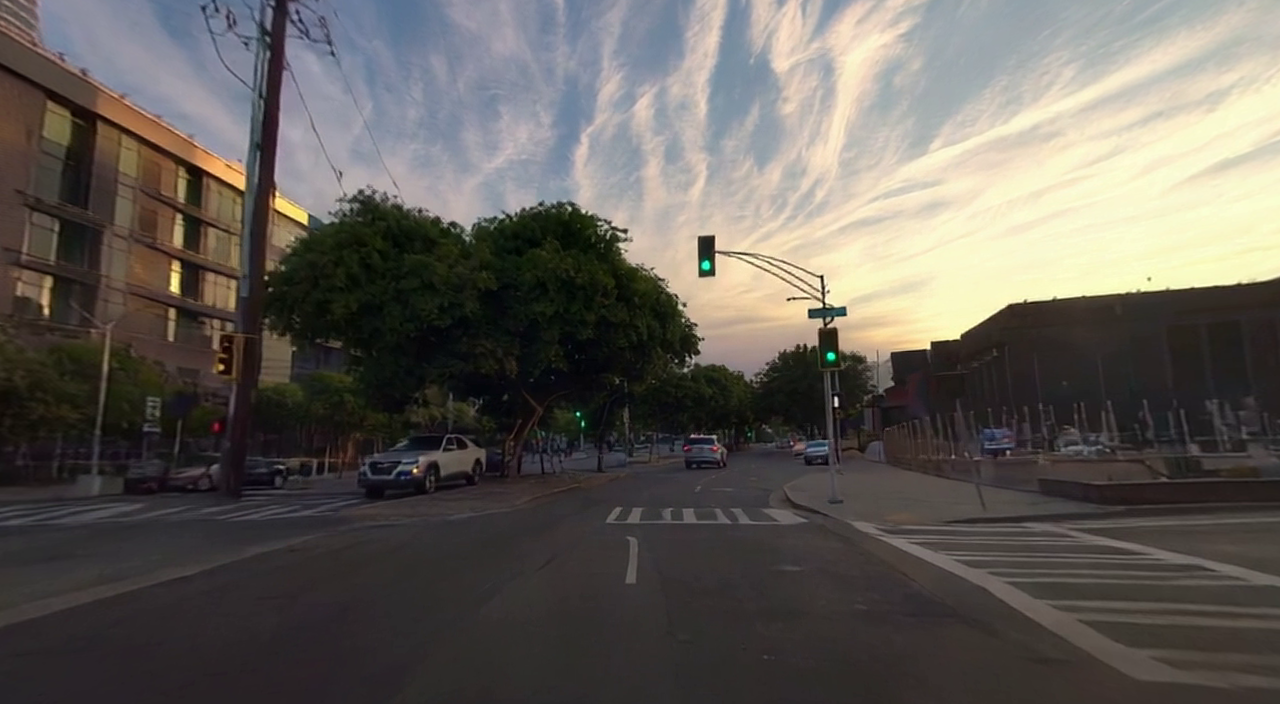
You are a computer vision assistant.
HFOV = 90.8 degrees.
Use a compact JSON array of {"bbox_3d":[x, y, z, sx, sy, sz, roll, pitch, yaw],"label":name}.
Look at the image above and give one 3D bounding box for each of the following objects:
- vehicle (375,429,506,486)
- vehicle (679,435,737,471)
[{"bbox_3d":[-6.480,3.486,21.161,2.017,1.684,4.483,-2,-9,15],"label":"vehicle"},{"bbox_3d":[3.626,5.231,32.819,2.101,1.721,4.364,-3,-9,18],"label":"vehicle"}]
